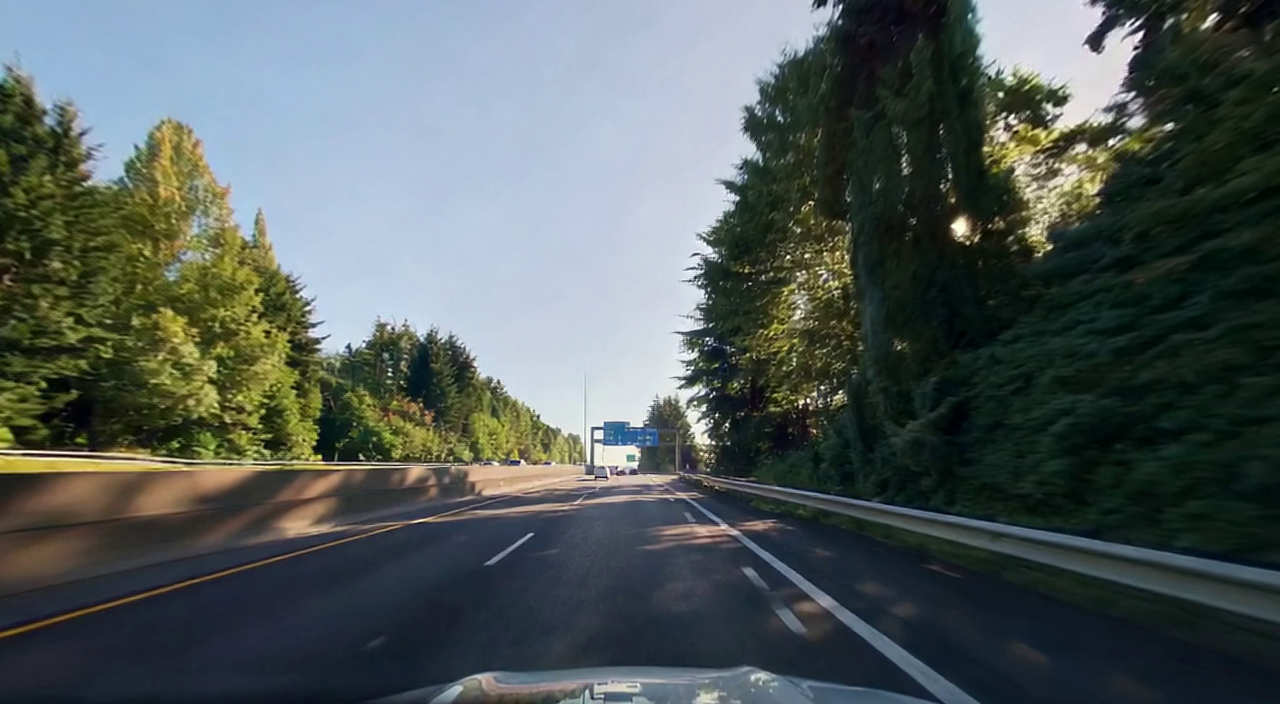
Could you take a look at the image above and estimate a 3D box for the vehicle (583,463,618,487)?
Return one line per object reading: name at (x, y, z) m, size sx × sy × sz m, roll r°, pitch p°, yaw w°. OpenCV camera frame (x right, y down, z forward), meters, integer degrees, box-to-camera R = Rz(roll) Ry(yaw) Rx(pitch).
vehicle at (-2.703, 8.607, 44.219) m, size 2.168 × 1.561 × 4.588 m, roll 1°, pitch -10°, yaw 0°
